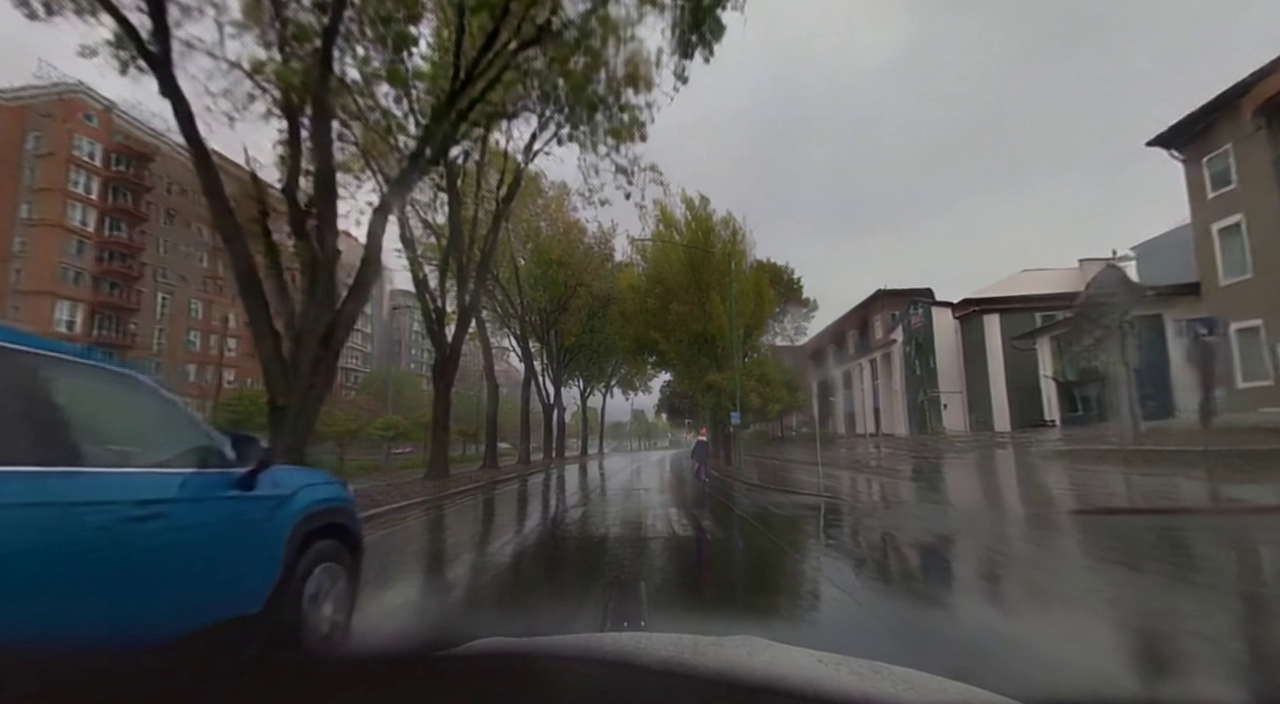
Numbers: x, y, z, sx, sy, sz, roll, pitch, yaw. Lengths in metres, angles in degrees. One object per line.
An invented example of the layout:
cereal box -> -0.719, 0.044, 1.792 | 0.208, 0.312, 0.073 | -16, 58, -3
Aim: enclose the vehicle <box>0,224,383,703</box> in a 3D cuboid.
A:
vehicle -> -2.848, 0.564, 1.404 | 2.294, 1.859, 5.127 | 0, -9, 1
